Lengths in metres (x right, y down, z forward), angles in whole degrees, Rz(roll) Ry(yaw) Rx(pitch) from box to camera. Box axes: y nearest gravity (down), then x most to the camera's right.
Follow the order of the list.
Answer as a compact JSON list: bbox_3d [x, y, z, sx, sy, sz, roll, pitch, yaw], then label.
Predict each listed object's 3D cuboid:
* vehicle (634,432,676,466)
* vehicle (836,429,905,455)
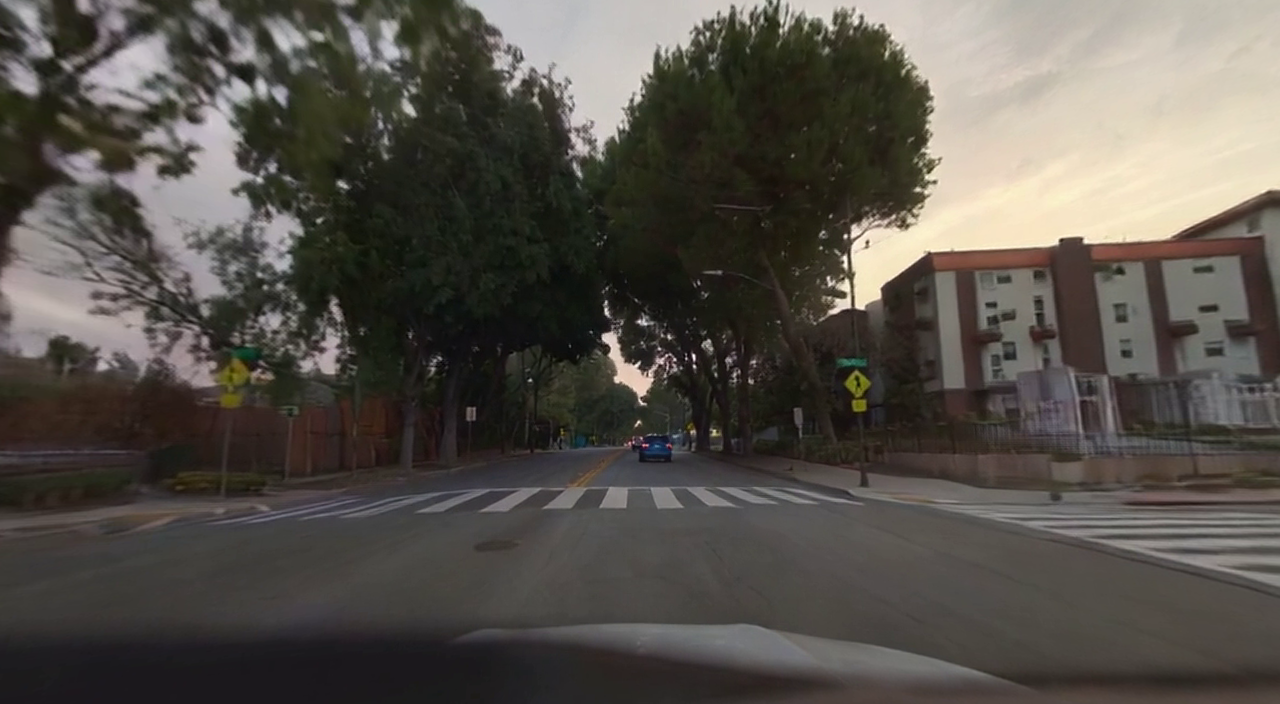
[{"bbox_3d":[0.742,5.120,33.391,1.981,1.703,3.691,0,-8,-2],"label":"vehicle"},{"bbox_3d":[17.159,6.752,47.000,4.237,1.819,2.245,-1,-9,0],"label":"vehicle"}]
